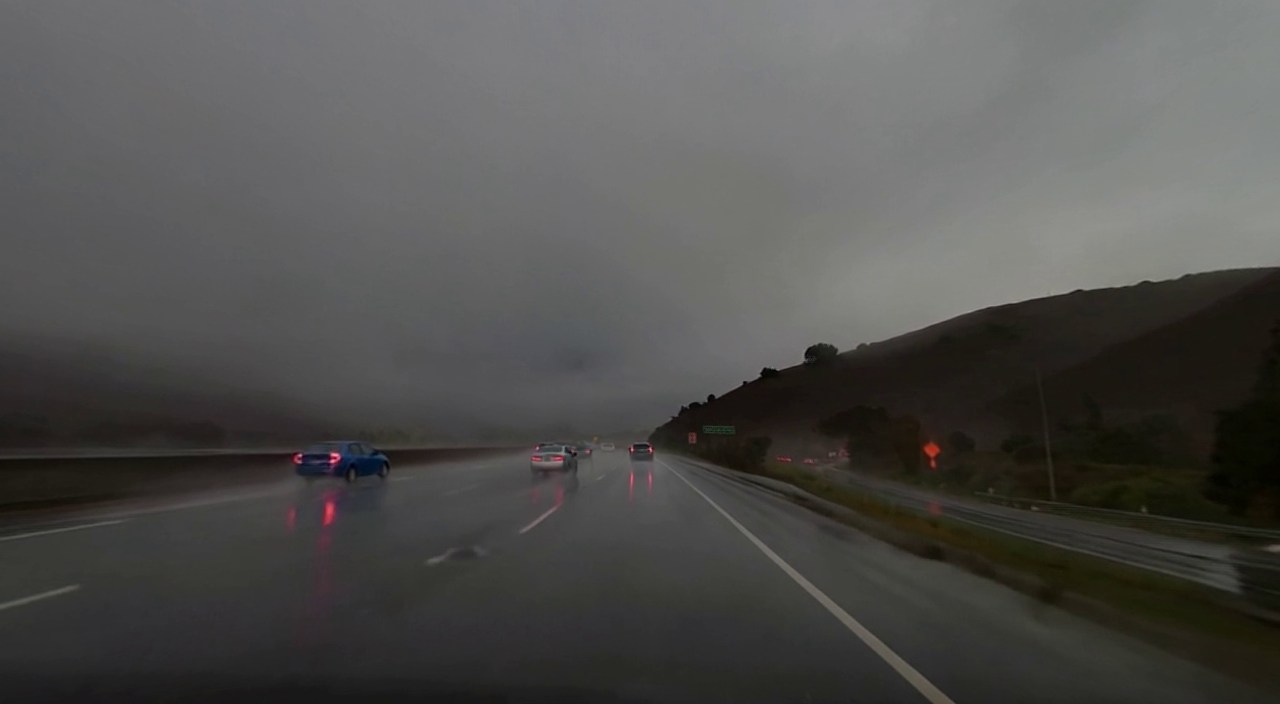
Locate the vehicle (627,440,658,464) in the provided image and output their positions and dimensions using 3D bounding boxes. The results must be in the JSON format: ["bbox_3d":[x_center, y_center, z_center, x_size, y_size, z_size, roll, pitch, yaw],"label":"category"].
[{"bbox_3d":[0.207,7.295,46.171,2.138,1.674,4.044,-1,-8,1],"label":"vehicle"}]

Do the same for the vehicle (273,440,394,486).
[{"bbox_3d":[-11.120,4.042,23.374,1.945,1.466,4.947,-1,-8,1],"label":"vehicle"}]

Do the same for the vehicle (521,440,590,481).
[{"bbox_3d":[-3.316,4.377,25.739,2.080,1.505,4.649,-1,-8,2],"label":"vehicle"}]
